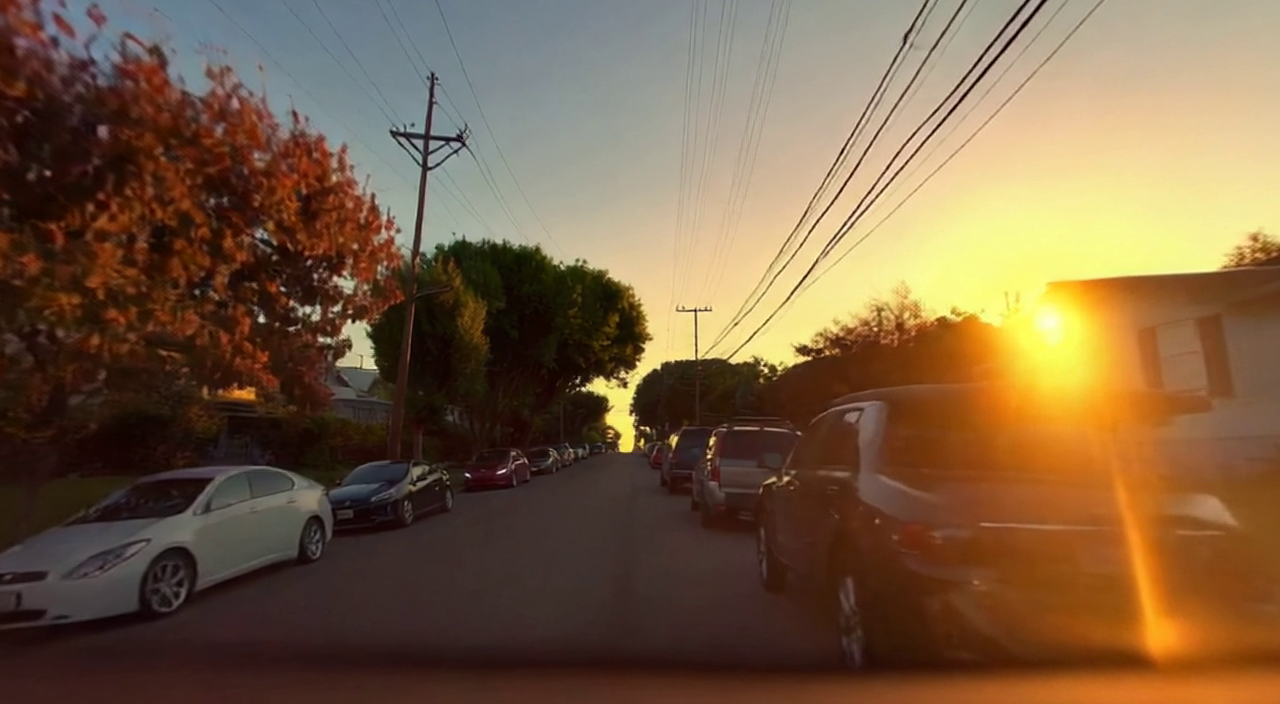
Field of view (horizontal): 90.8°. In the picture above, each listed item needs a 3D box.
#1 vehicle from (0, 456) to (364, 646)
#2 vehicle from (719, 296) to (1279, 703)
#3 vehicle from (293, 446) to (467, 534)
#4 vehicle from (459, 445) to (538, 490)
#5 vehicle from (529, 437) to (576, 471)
[{"bbox_3d":[-5.191,1.969,7.305,1.932,1.431,4.198,-1,-8,3],"label":"vehicle"},{"bbox_3d":[1.940,1.041,4.471,2.032,1.839,4.597,0,-8,-2],"label":"vehicle"},{"bbox_3d":[-5.255,2.800,13.502,1.796,1.532,4.244,0,-8,2],"label":"vehicle"},{"bbox_3d":[-5.276,4.346,24.246,1.988,1.541,4.686,0,-8,0],"label":"vehicle"},{"bbox_3d":[-5.373,6.358,39.669,2.280,1.953,5.092,0,-8,-1],"label":"vehicle"}]
